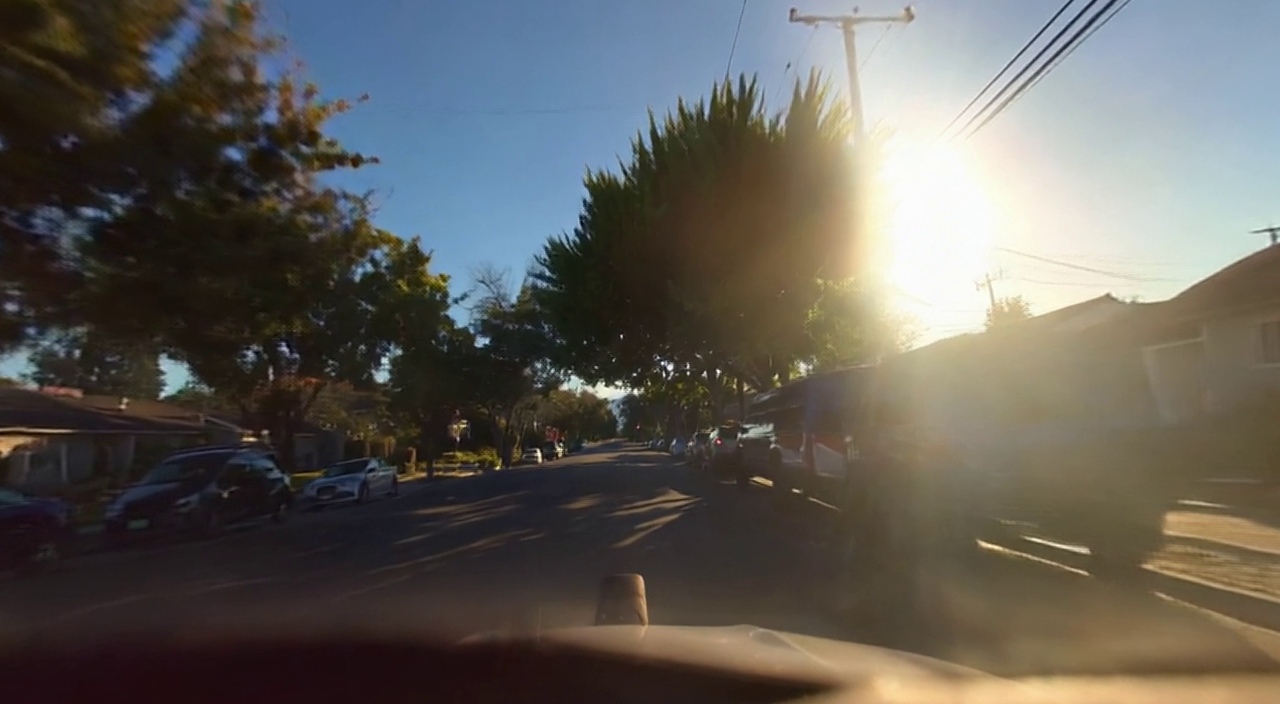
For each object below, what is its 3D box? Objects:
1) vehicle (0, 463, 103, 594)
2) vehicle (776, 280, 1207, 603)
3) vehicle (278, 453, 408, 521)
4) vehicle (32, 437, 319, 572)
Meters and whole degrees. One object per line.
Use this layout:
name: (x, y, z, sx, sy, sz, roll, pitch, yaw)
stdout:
vehicle: (-8.385, 2.060, 6.817, 1.821, 1.476, 4.060, -3, -8, -4)
vehicle: (3.065, 0.920, 6.739, 2.233, 2.453, 3.787, 0, -8, -2)
vehicle: (-8.438, 3.815, 18.397, 1.839, 1.384, 4.124, -7, -7, -2)
vehicle: (-8.514, 2.709, 12.295, 2.163, 1.841, 4.679, -6, -7, -2)
